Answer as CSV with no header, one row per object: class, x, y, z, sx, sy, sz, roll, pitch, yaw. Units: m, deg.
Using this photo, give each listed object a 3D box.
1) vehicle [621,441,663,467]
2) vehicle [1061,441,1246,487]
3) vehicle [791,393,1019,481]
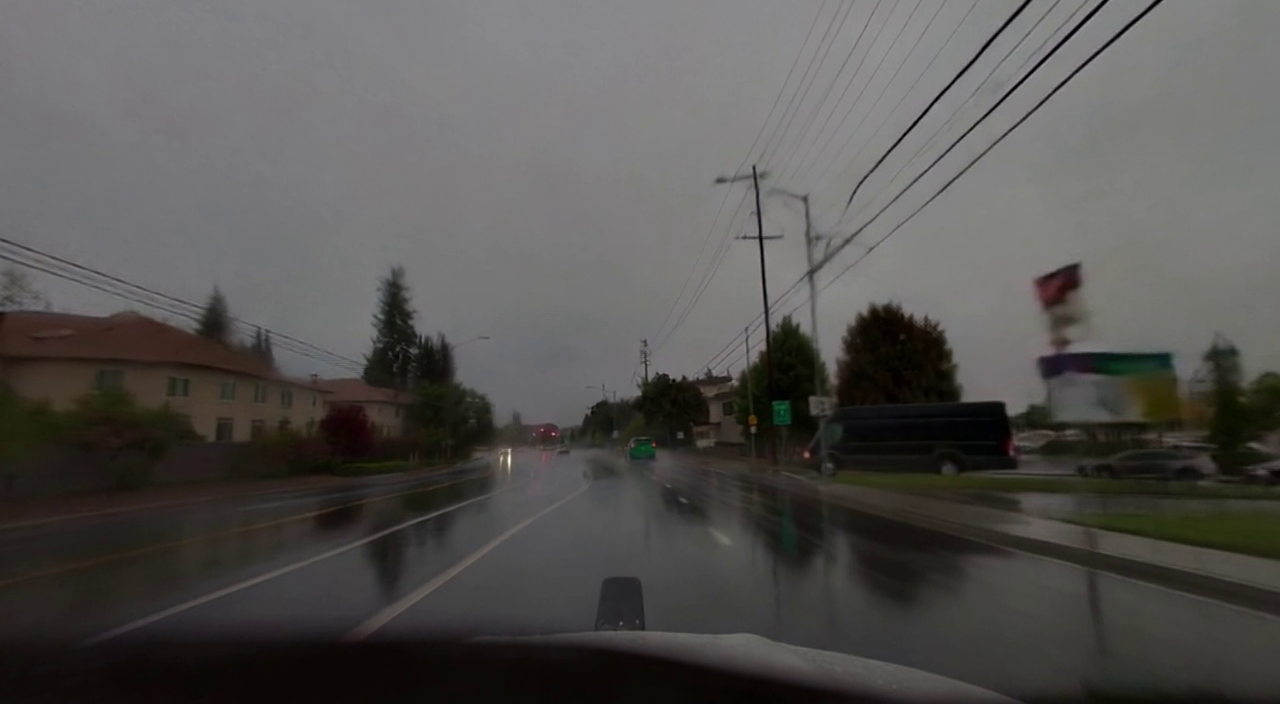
vehicle,0.068,6.294,39.131,2.015,1.467,4.117,1,-9,-8
vehicle,17.274,3.777,21.540,4.396,1.447,1.838,-3,-9,17
vehicle,10.391,3.438,25.206,7.877,3.013,2.916,-5,-10,30
